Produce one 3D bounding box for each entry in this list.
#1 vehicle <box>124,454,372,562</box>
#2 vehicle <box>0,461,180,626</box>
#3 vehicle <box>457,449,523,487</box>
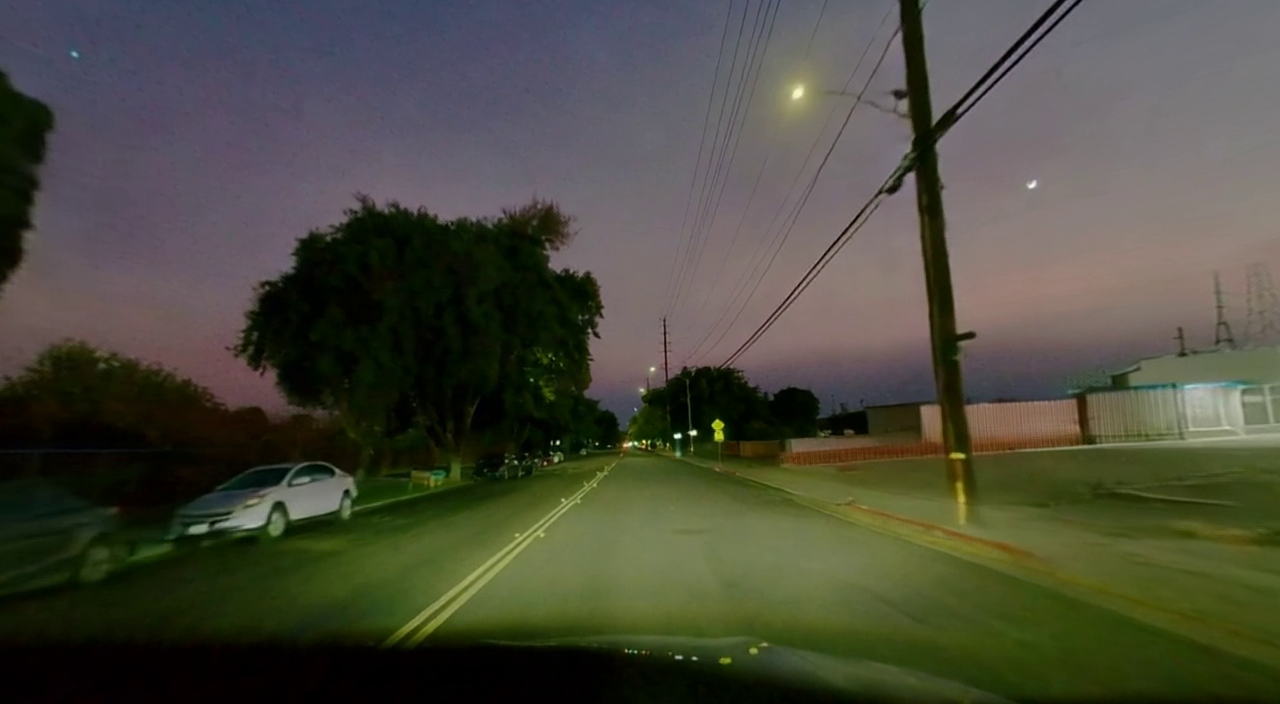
[{"bbox_3d":[-6.629,2.621,11.405,1.815,1.384,4.357,-3,-8,-1],"label":"vehicle"},{"bbox_3d":[-6.669,1.821,5.703,1.815,1.402,4.559,-4,-8,-3],"label":"vehicle"},{"bbox_3d":[-6.706,5.189,28.640,1.887,1.460,4.444,-4,-8,0],"label":"vehicle"}]
